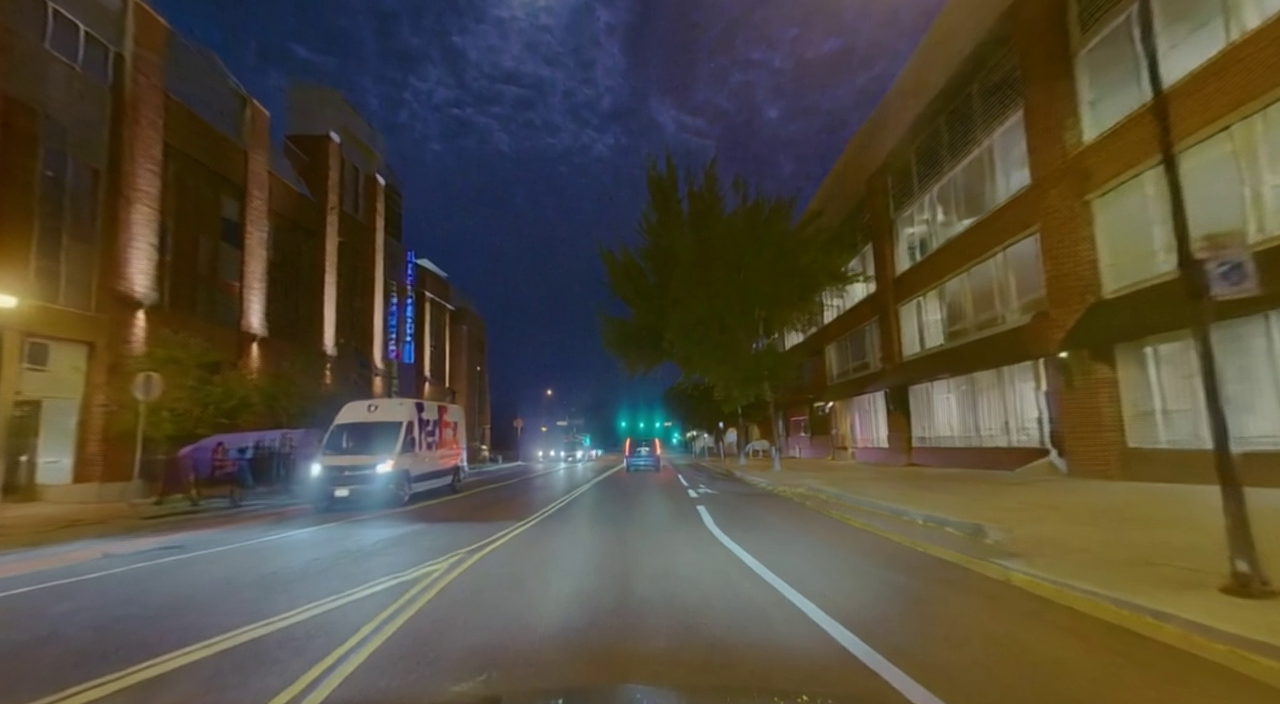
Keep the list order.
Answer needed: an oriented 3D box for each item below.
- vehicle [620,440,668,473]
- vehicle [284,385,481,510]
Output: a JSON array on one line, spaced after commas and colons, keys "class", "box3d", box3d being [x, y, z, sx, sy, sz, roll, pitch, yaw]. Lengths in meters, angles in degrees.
[{"class": "vehicle", "box3d": [0.253, 5.494, 33.529, 2.356, 1.572, 4.810, 0, -8, 2]}, {"class": "vehicle", "box3d": [-7.212, 2.839, 19.122, 2.754, 3.065, 7.103, 0, -8, 2]}]
